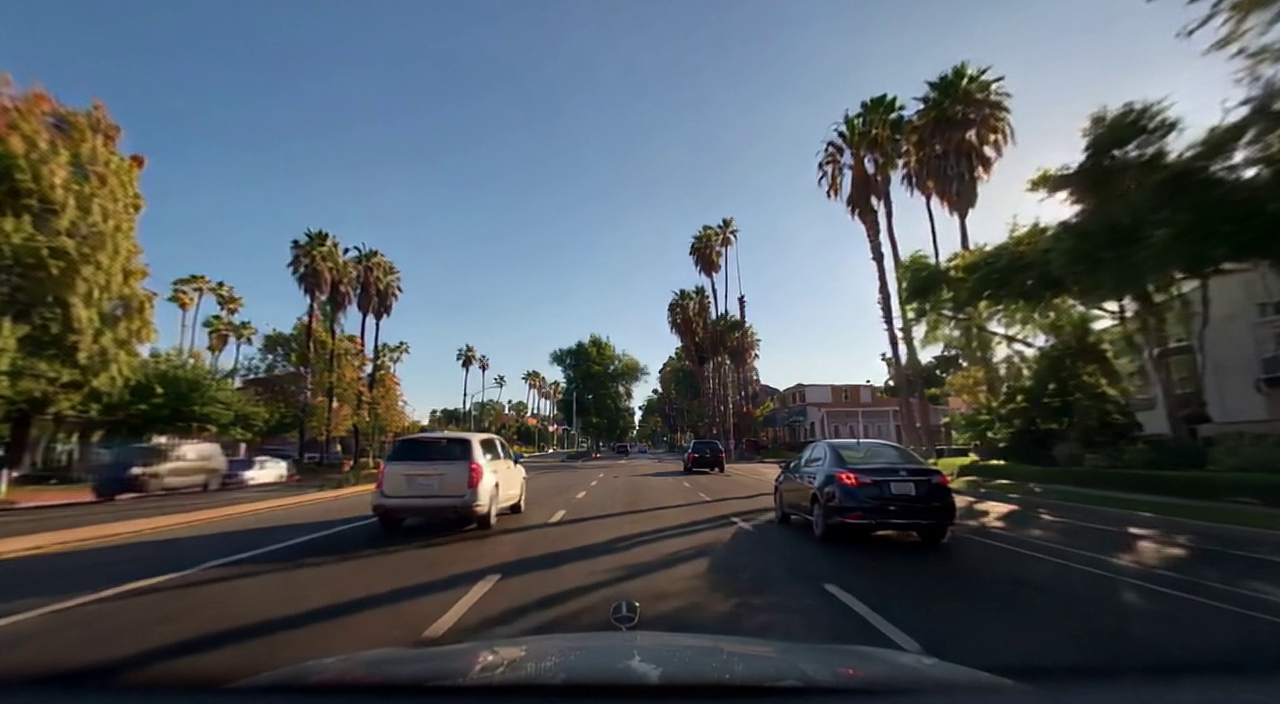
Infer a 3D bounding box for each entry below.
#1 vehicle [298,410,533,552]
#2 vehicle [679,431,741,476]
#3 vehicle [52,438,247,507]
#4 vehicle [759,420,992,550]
[{"bbox_3d":[-3.171,1.936,10.129,2.084,1.735,4.528,0,-8,0],"label":"vehicle"},{"bbox_3d":[3.189,4.755,29.635,2.244,1.901,4.561,1,-9,-2],"label":"vehicle"},{"bbox_3d":[-14.885,3.646,19.601,2.101,1.832,4.893,0,-8,0],"label":"vehicle"},{"bbox_3d":[3.478,2.047,10.344,2.084,1.682,4.148,1,-9,-2],"label":"vehicle"}]
